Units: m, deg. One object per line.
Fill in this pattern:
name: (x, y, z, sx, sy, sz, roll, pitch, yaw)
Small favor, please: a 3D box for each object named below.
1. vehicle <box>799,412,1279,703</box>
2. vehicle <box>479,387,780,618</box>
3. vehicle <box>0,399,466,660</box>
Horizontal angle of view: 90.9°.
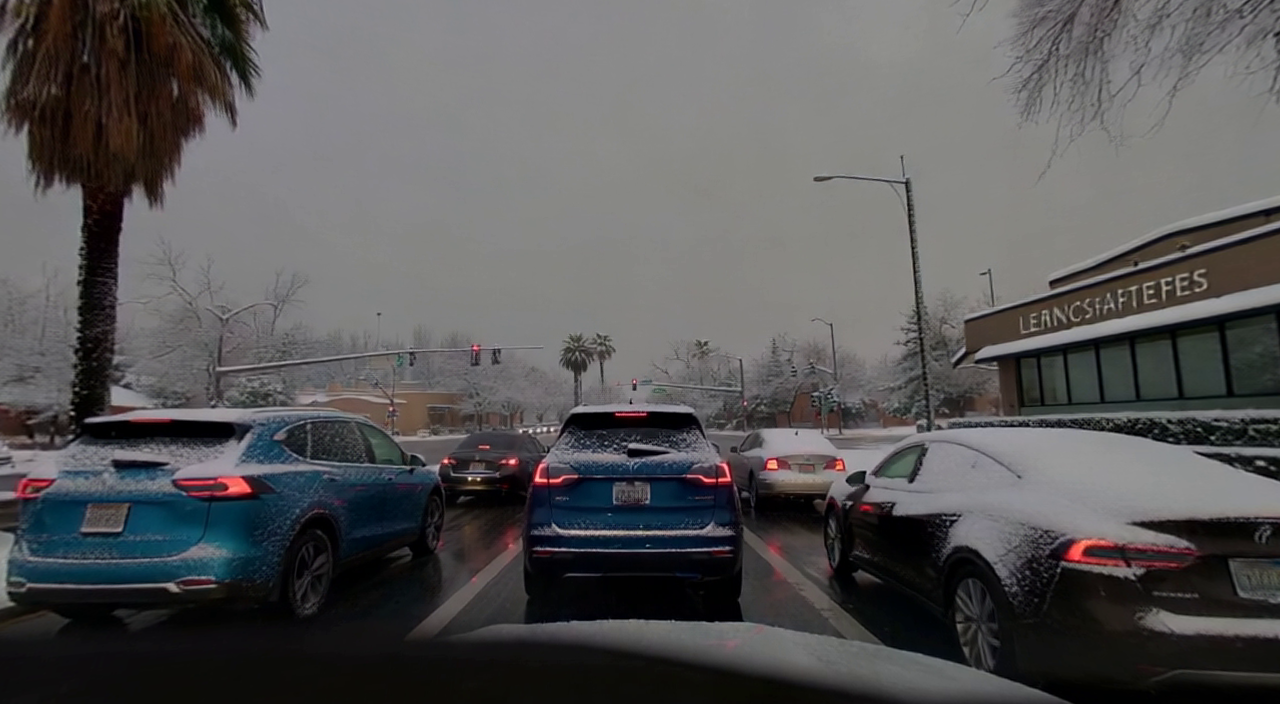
vehicle: (2.967, 1.370, 5.257, 2.017, 1.491, 4.611, 0, -8, -1)
vehicle: (-0.137, 1.465, 7.065, 2.280, 1.747, 4.361, 0, -8, -2)
vehicle: (-3.352, 1.385, 6.049, 2.014, 1.534, 4.455, 0, -8, 1)
